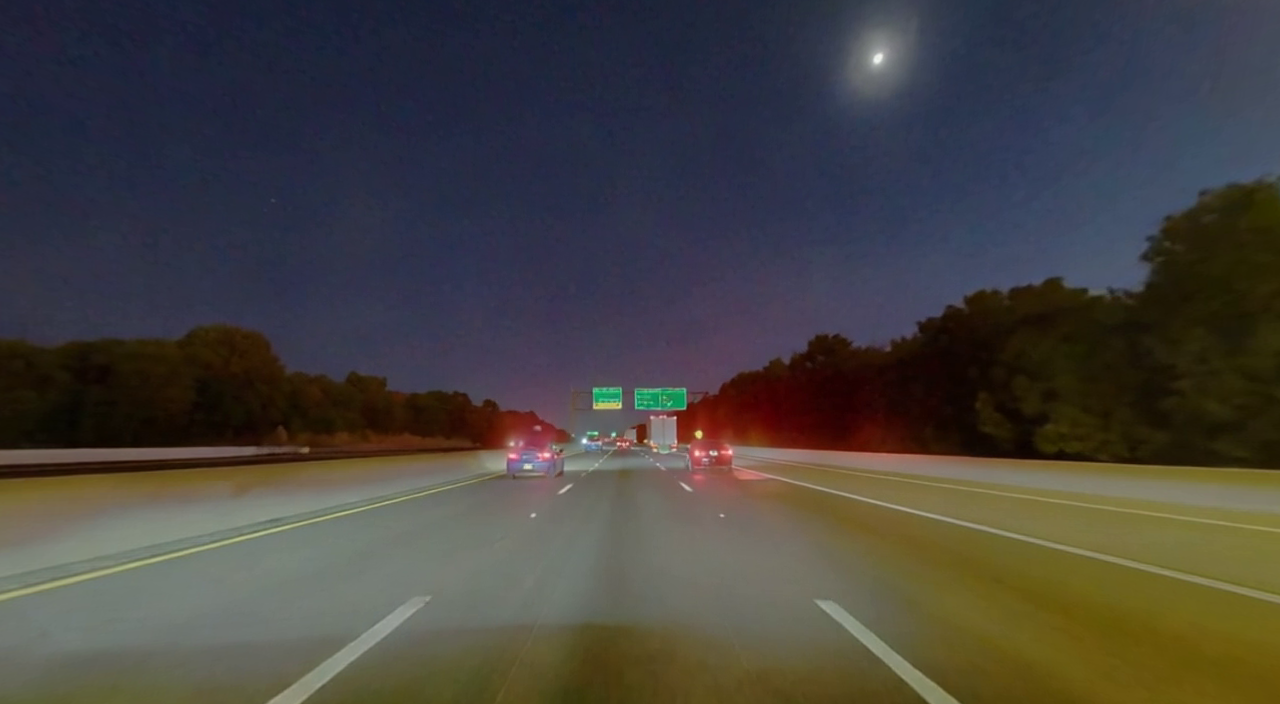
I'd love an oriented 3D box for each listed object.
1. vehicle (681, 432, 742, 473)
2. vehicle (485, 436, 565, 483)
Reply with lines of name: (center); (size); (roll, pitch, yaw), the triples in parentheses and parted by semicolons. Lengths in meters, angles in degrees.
vehicle: (2.993, 4.304, 27.135); (2.001, 1.625, 4.088); (0, -8, -2)
vehicle: (-3.959, 3.771, 22.451); (2.064, 1.479, 4.370); (0, -8, 0)
